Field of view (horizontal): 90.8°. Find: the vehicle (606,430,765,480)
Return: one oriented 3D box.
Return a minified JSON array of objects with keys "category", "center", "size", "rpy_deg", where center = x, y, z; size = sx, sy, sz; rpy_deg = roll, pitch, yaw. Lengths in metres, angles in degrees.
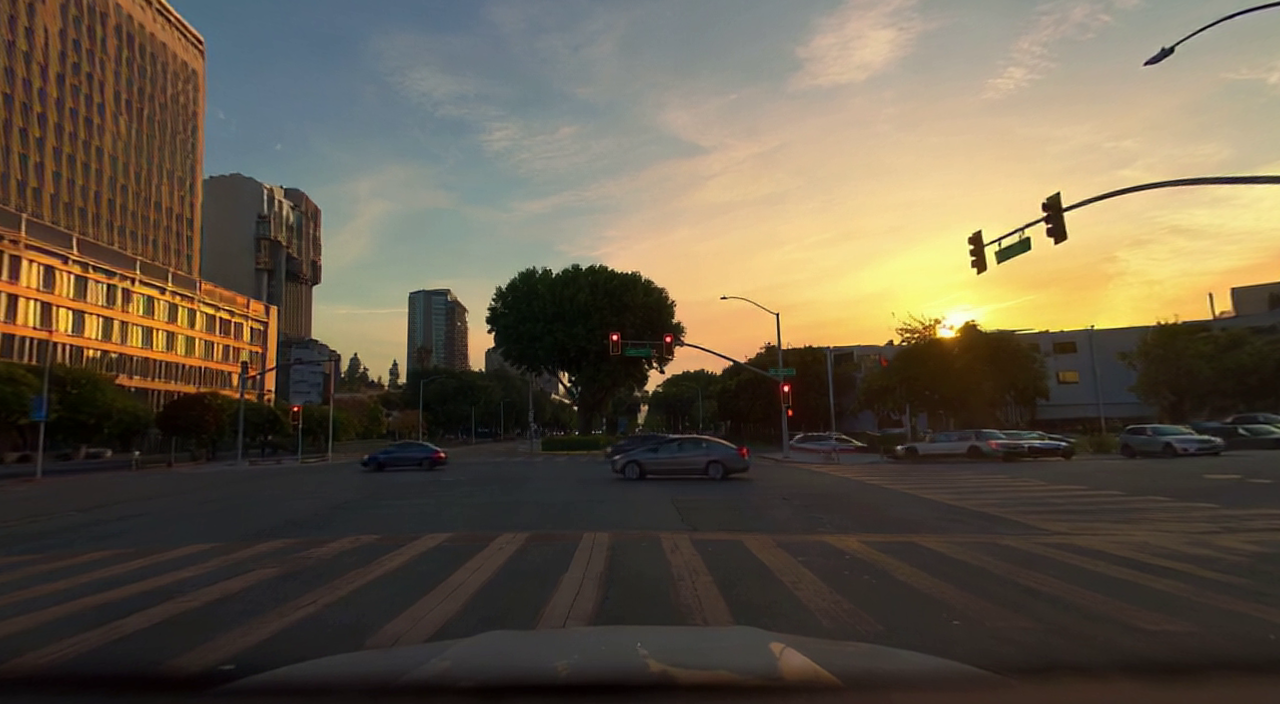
[{"category":"vehicle","center":[1.414,3.343,20.726],"size":[4.916,1.504,1.846],"rpy_deg":[1,-9,-8]}]

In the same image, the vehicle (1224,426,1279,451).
[{"category":"vehicle","center":[42.254,5.763,41.928],"size":[2.037,1.614,5.175],"rpy_deg":[0,-8,0]}]

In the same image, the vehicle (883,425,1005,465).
[{"category":"vehicle","center":[13.656,4.226,28.664],"size":[4.571,1.698,1.977],"rpy_deg":[-2,-9,13]}]

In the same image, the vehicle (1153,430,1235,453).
[{"category":"vehicle","center":[36.565,5.933,41.824],"size":[1.726,1.429,4.163],"rpy_deg":[-1,-8,2]}]

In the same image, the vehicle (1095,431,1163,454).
[{"category":"vehicle","center":[33.210,6.170,43.059],"size":[2.090,1.494,4.321],"rpy_deg":[-3,-9,15]}]

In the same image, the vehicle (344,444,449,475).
[{"category":"vehicle","center":[-10.968,4.838,28.622],"size":[4.046,1.306,1.719],"rpy_deg":[-1,-8,2]}]
